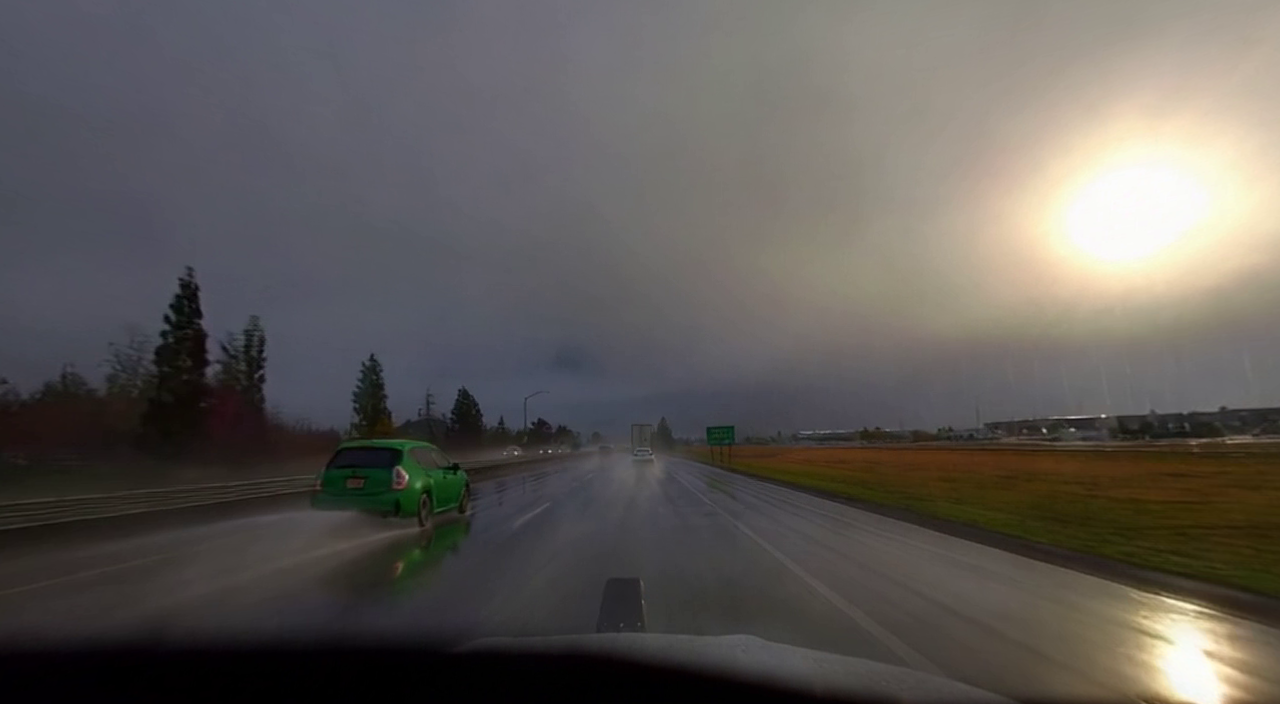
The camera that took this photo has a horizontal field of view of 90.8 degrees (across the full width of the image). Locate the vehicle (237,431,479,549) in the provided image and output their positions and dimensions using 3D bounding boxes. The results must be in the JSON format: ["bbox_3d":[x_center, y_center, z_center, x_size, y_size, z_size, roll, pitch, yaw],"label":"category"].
[{"bbox_3d":[-4.253,2.147,10.417,2.172,1.548,3.953,0,-9,0],"label":"vehicle"}]

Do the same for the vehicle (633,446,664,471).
[{"bbox_3d":[0.542,7.190,42.906,1.992,1.593,3.937,0,-9,-1],"label":"vehicle"}]
